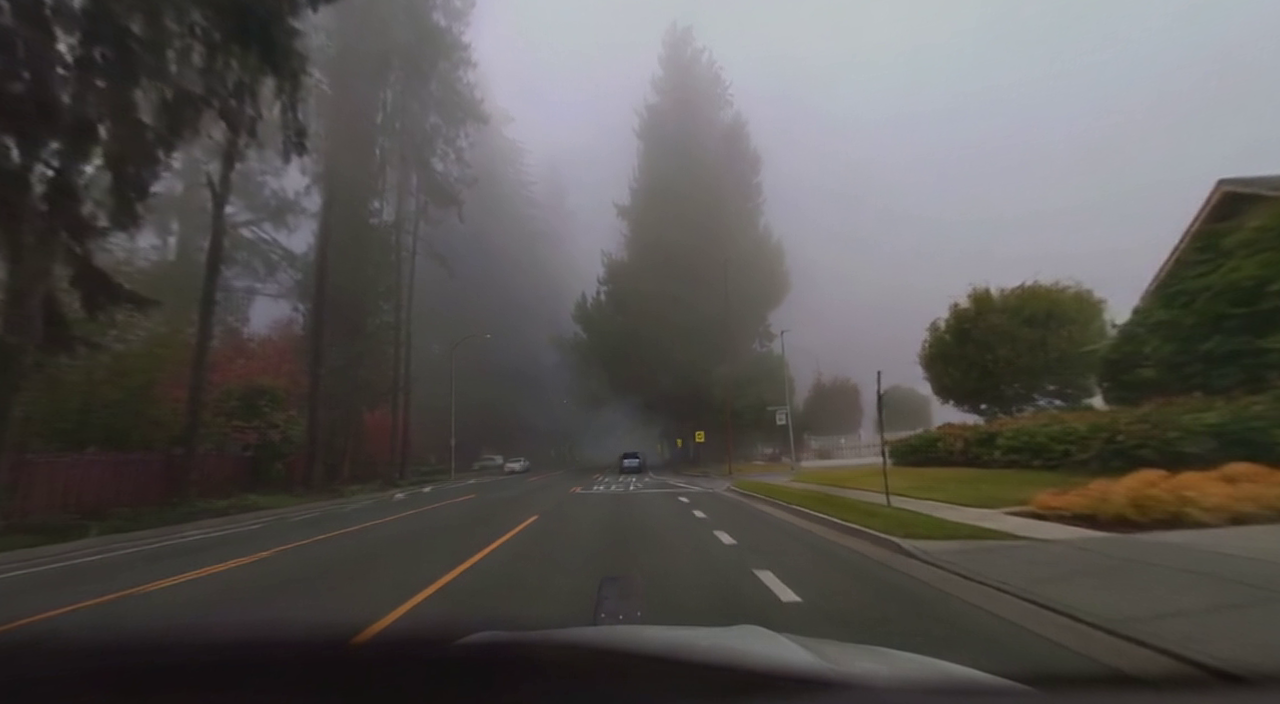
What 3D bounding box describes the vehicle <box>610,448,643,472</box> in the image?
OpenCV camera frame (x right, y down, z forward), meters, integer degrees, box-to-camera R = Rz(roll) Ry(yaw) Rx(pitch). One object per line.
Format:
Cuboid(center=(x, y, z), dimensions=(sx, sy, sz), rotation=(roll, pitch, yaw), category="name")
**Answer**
Cuboid(center=(-0.910, 7.164, 42.192), dimensions=(2.104, 1.500, 3.815), rotation=(1, -9, -1), category="vehicle")
